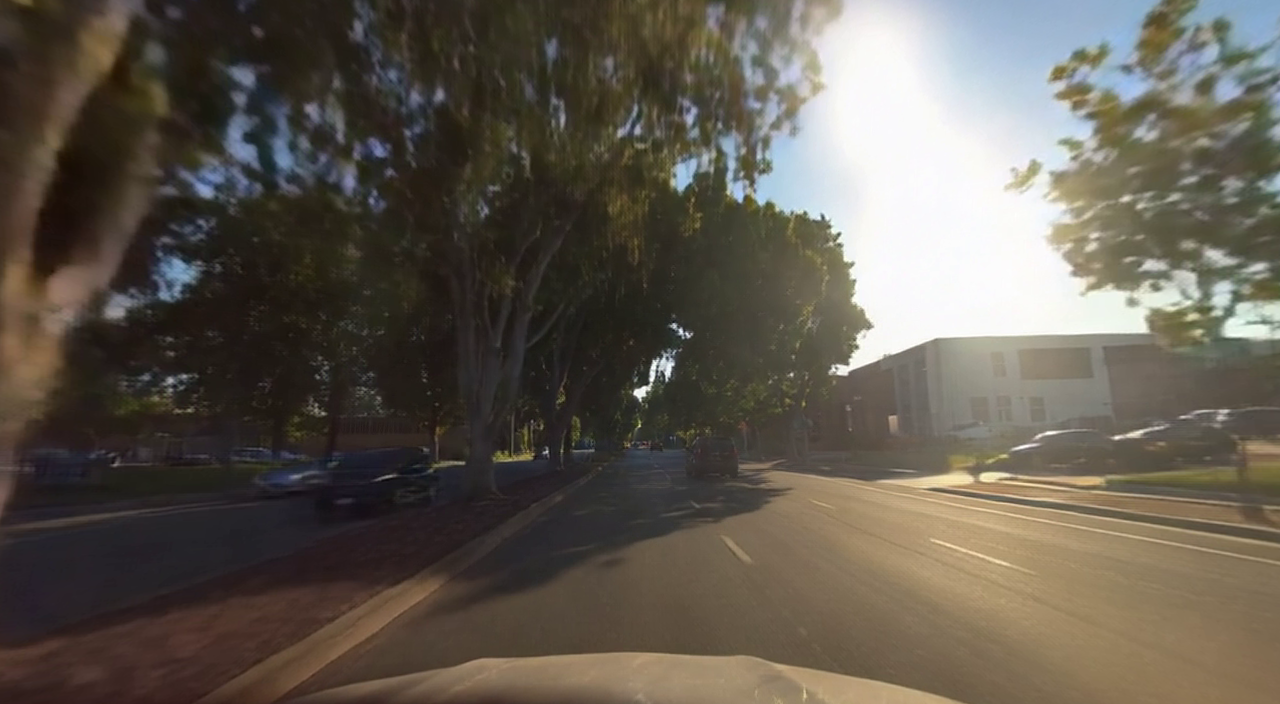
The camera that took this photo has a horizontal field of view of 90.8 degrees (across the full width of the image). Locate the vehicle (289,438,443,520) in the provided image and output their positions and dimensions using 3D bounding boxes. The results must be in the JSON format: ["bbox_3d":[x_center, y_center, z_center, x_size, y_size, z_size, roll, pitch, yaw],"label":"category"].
[{"bbox_3d":[-6.383,2.965,15.348,1.900,1.671,4.217,0,-8,-1],"label":"vehicle"}]

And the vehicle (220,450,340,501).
[{"bbox_3d":[-12.625,4.317,22.500,1.859,1.569,4.166,0,-8,-1],"label":"vehicle"}]

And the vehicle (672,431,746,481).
[{"bbox_3d":[2.592,4.064,24.893,2.240,1.740,4.605,0,-8,-2],"label":"vehicle"}]
